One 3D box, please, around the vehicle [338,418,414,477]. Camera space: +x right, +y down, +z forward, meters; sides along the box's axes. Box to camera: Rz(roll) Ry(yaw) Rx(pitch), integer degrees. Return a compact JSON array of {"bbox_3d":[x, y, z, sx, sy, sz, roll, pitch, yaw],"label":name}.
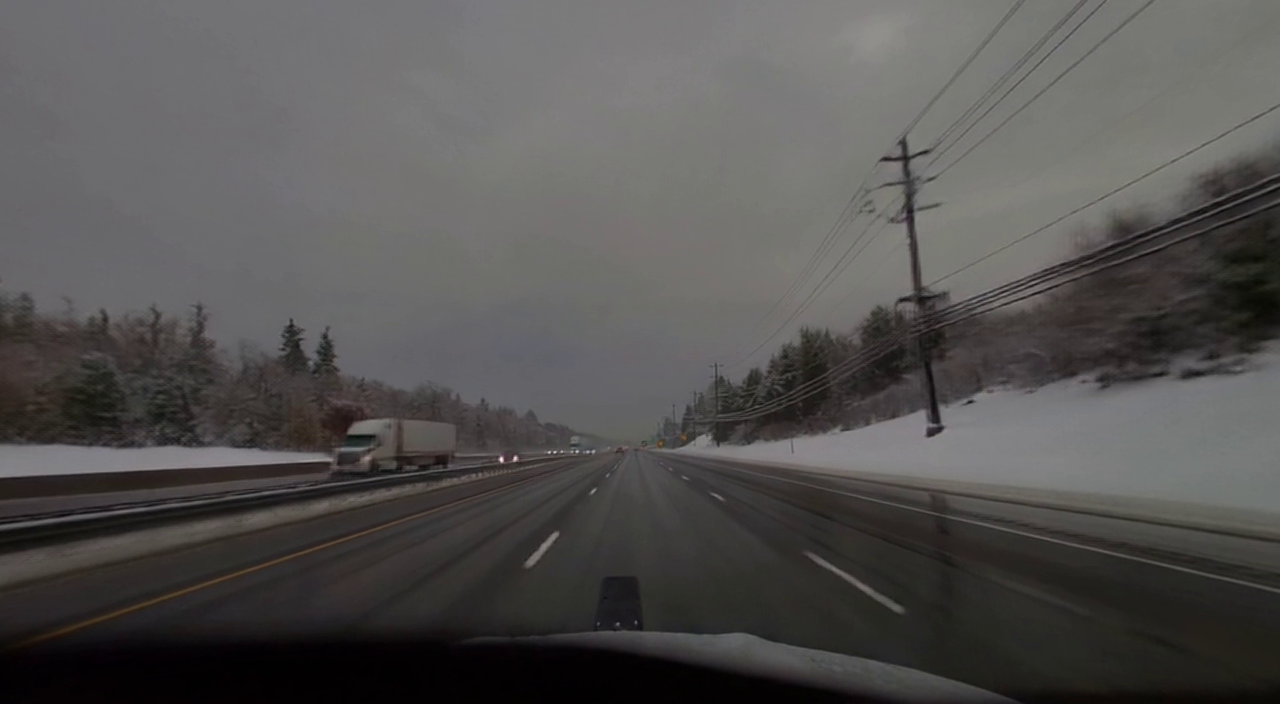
[{"bbox_3d":[-19.661,7.190,47.200,2.916,4.053,6.083,0,-9,1],"label":"vehicle"}]
